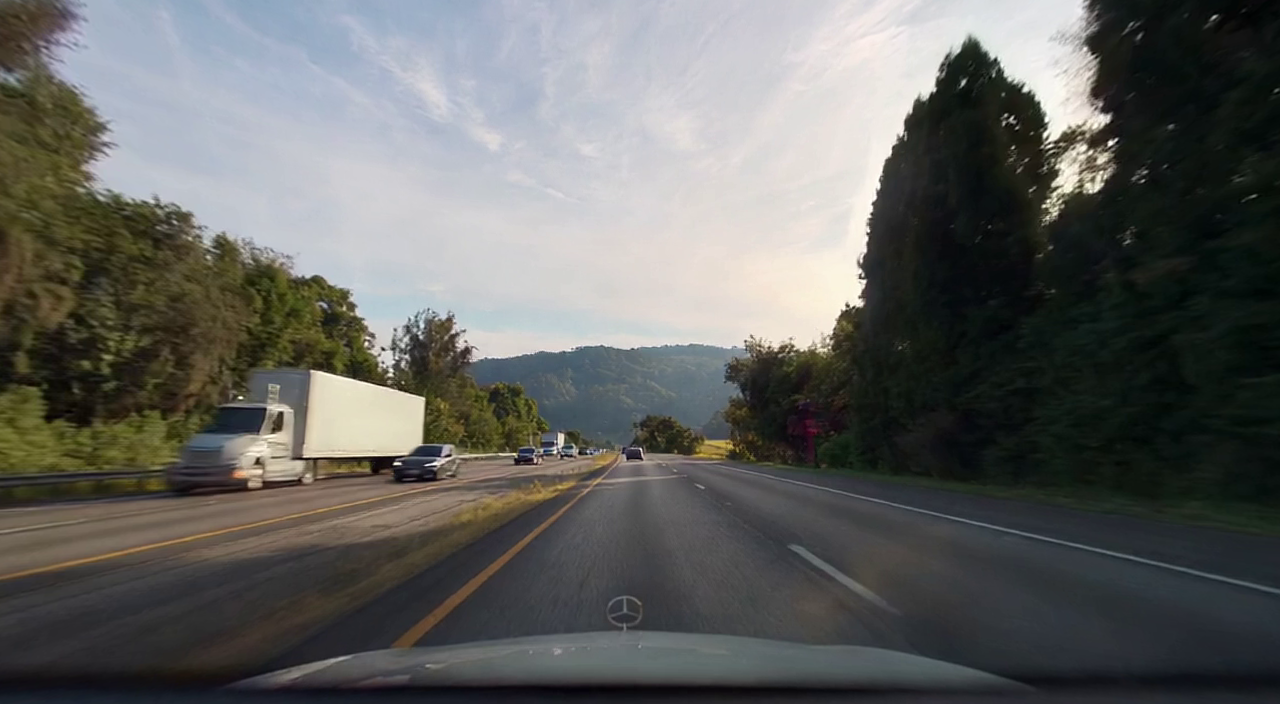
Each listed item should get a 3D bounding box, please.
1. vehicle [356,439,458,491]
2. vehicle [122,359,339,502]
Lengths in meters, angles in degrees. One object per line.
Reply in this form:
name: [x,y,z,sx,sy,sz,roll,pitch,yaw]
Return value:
vehicle: [-8.293,4.044,22.884,2.079,1.693,4.226,0,-9,0]
vehicle: [-12.881,2.640,20.649,2.927,4.012,5.823,0,-9,0]
